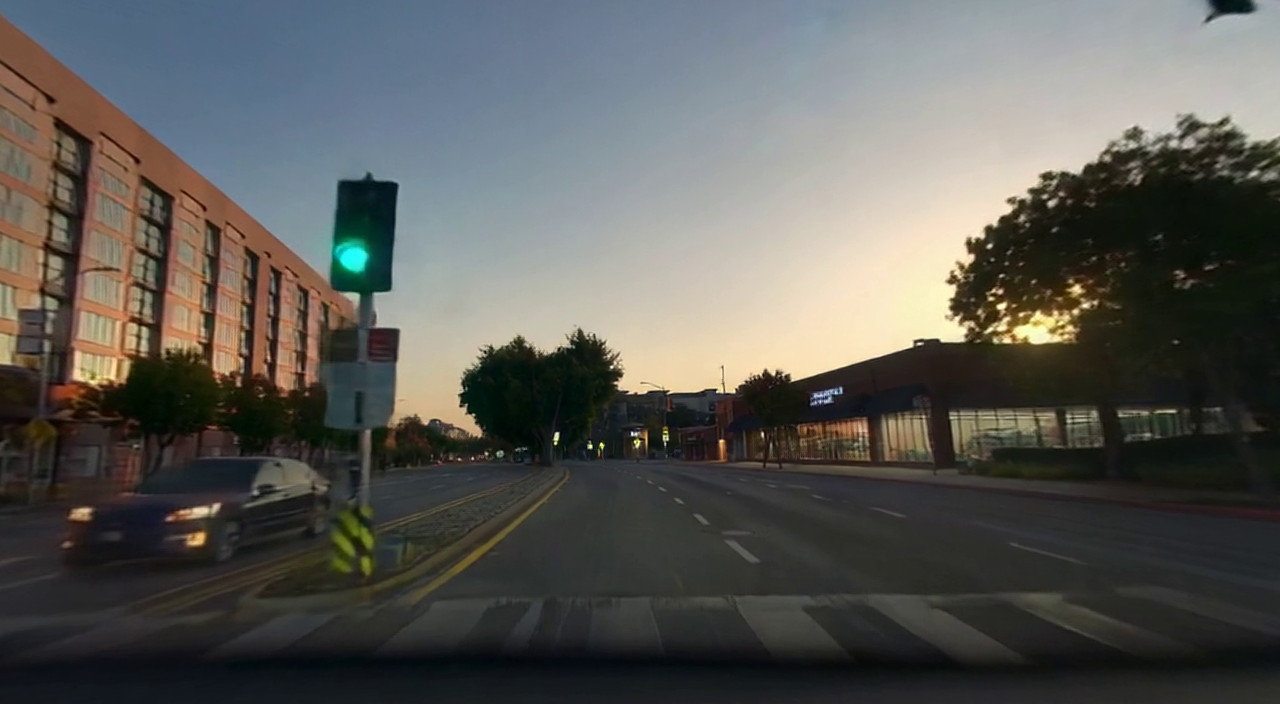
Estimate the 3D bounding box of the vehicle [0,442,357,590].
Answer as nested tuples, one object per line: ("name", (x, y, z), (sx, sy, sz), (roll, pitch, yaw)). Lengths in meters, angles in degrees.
("vehicle", (-5.707, 1.983, 8.676), (1.894, 1.474, 4.332), (0, -8, -4))
